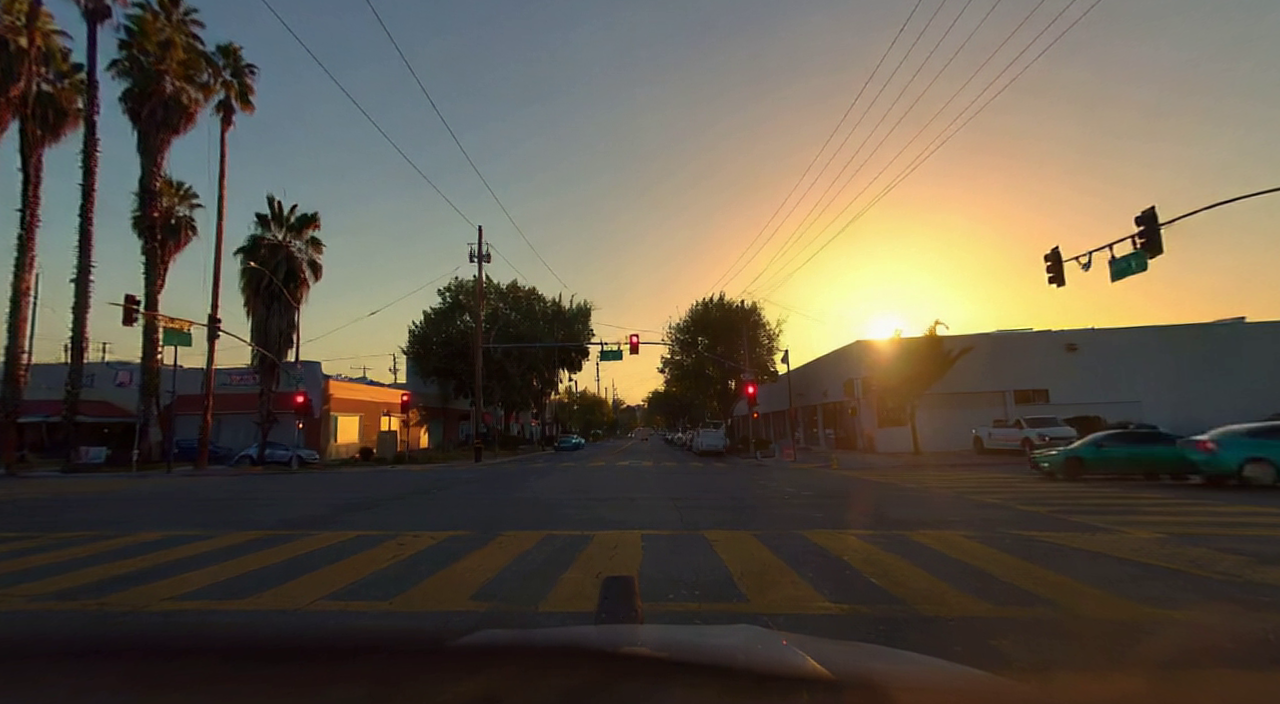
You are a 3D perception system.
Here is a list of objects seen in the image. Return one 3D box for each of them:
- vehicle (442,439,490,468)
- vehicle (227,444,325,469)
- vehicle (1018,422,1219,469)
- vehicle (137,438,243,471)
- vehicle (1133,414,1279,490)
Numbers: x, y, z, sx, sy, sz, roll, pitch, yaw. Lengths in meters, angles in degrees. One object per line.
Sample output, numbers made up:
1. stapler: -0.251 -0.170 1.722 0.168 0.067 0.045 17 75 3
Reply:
1. vehicle: -11.964 6.986 43.807 2.016 1.717 4.287 0 -6 1
2. vehicle: -22.308 6.427 38.855 4.849 1.444 1.881 0 -8 1
3. vehicle: 15.723 3.114 21.027 4.918 1.479 1.897 -1 -9 8
4. vehicle: -25.901 5.922 36.462 4.613 1.820 2.021 0 -9 3
5. vehicle: 13.981 2.099 13.336 5.094 1.490 2.223 -3 -9 22
